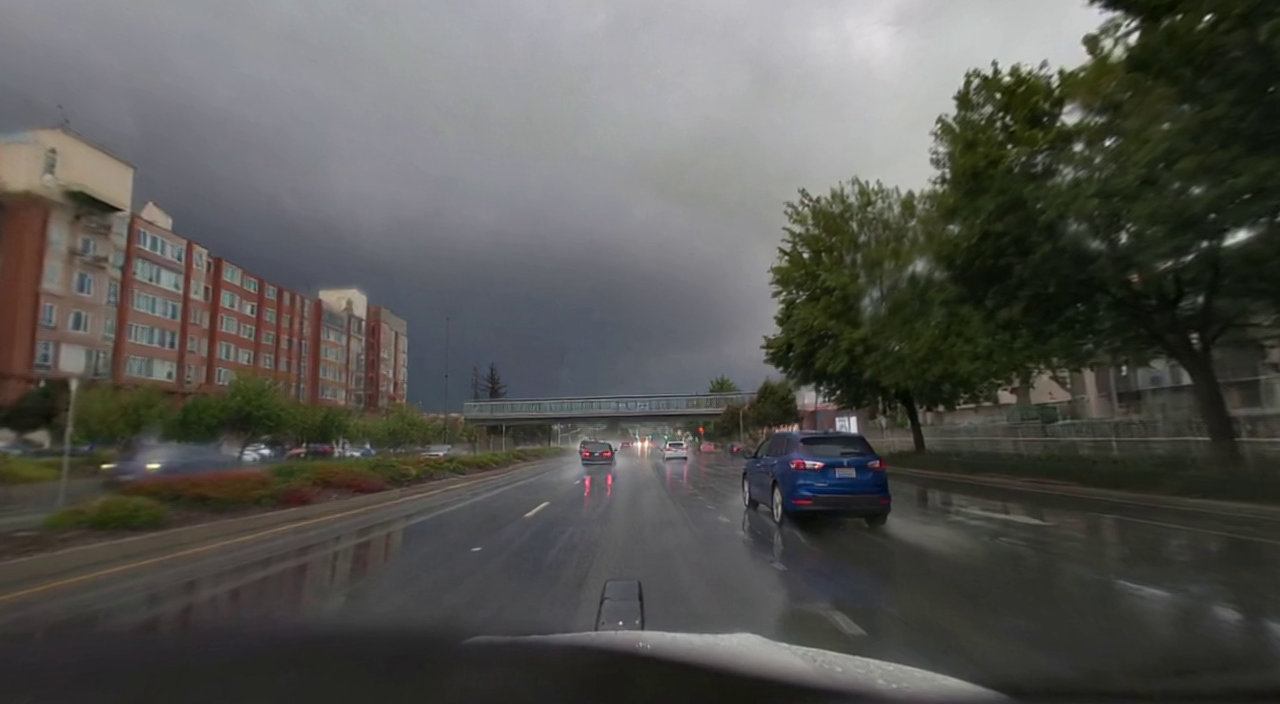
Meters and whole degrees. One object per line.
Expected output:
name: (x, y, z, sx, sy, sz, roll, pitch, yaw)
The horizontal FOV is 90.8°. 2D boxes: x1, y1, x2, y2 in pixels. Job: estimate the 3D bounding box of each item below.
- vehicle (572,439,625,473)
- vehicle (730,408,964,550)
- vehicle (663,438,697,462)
vehicle: (-1.924, 5.035, 30.794, 2.173, 1.498, 4.528, 0, -8, 1)
vehicle: (2.910, 1.920, 10.247, 2.130, 1.741, 4.665, 0, -8, -1)
vehicle: (2.988, 7.430, 48.097, 2.165, 1.708, 3.928, 0, -8, -2)
